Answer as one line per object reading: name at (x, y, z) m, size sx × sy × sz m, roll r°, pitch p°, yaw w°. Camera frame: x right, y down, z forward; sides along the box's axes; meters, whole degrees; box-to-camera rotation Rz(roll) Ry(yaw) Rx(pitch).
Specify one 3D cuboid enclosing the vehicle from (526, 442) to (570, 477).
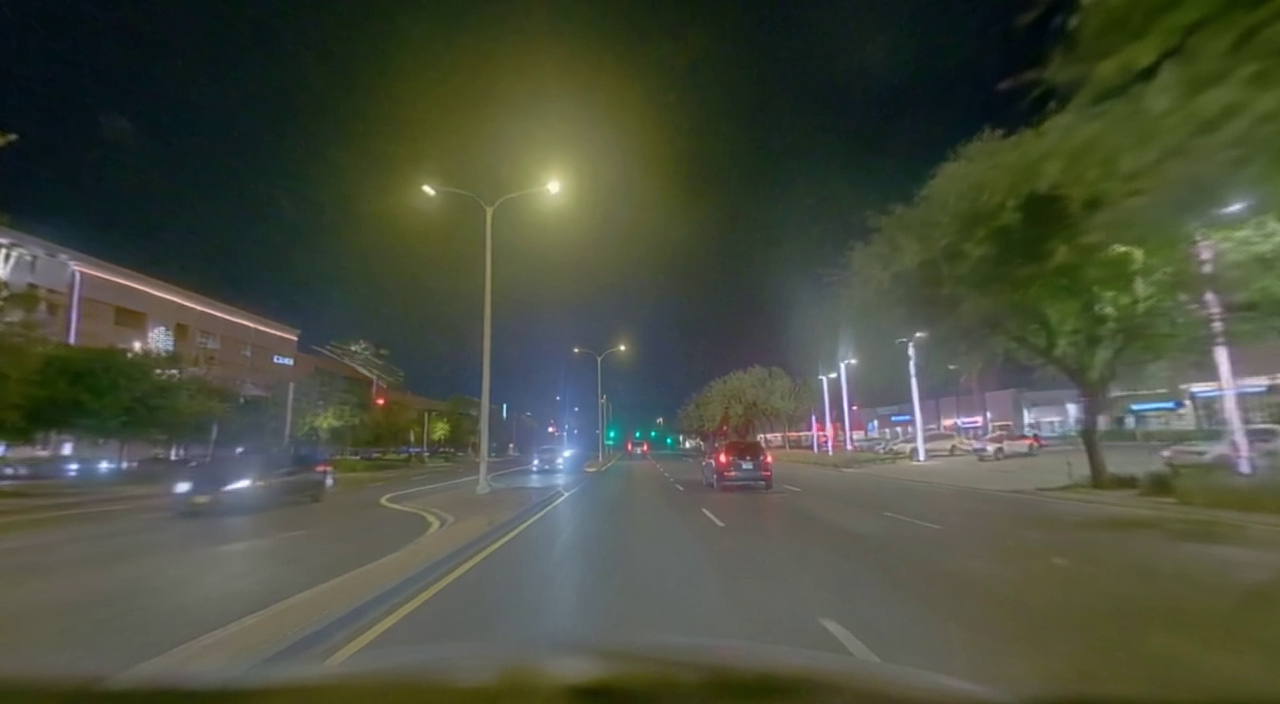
vehicle at (-4.292, 5.028, 29.669) m, size 1.905 × 1.471 × 4.302 m, roll -1°, pitch -9°, yaw -8°

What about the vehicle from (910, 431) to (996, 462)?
vehicle at (18.090, 5.469, 36.551) m, size 4.446 × 1.692 × 2.184 m, roll 4°, pitch -10°, yaw -28°

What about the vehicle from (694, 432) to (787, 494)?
vehicle at (2.916, 3.332, 19.330) m, size 1.963 × 1.677 × 4.229 m, roll 0°, pitch -9°, yaw -2°

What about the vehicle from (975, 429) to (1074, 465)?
vehicle at (18.806, 4.639, 30.868) m, size 4.524 × 1.653 × 2.109 m, roll 5°, pitch -10°, yaw -30°

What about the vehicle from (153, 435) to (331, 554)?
vehicle at (-6.902, 2.244, 10.770) m, size 2.053 × 1.555 × 4.296 m, roll 6°, pitch -11°, yaw -36°

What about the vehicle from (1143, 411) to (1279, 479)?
vehicle at (17.033, 2.532, 17.187) m, size 2.280 × 1.699 × 5.098 m, roll 1°, pitch -9°, yaw -4°
